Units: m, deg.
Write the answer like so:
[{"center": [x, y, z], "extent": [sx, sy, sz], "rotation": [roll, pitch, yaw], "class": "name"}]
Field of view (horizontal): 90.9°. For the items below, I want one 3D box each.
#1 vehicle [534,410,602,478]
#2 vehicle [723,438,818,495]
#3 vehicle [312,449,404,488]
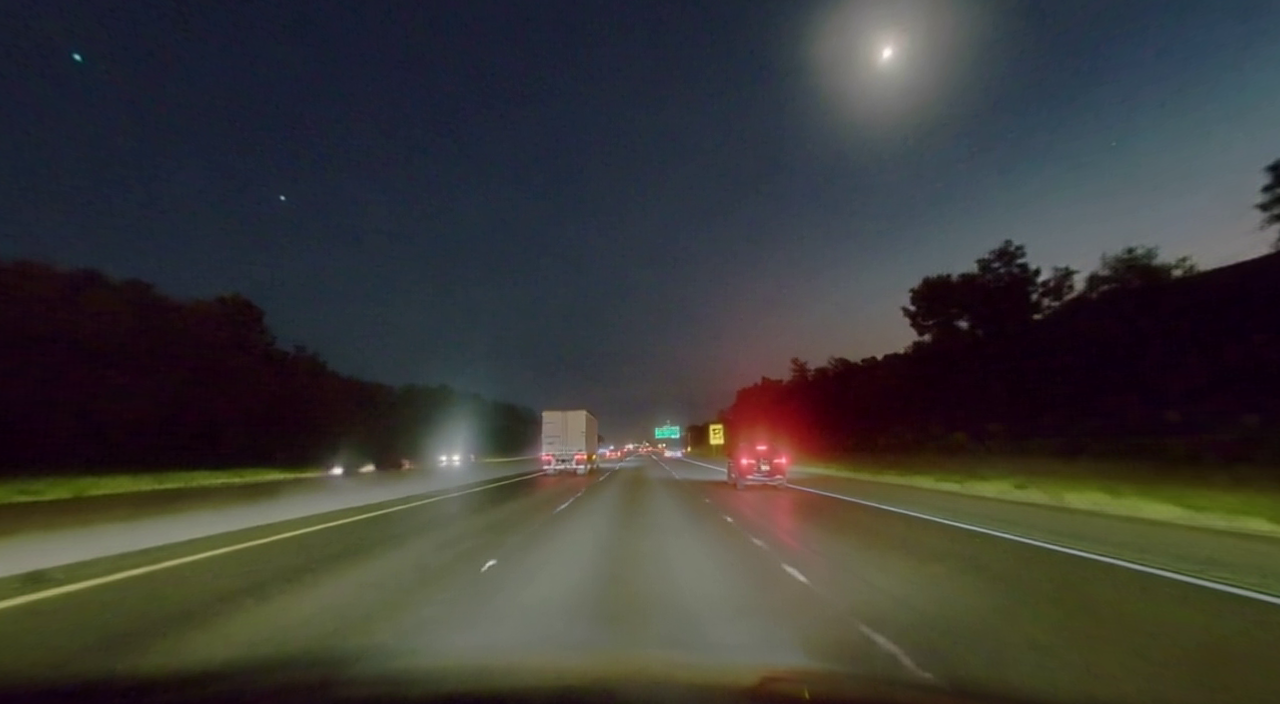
[{"center": [-3.612, 4.853, 33.218], "extent": [2.667, 3.195, 6.731], "rotation": [0, -9, 1], "class": "vehicle"}, {"center": [3.869, 3.460, 19.377], "extent": [1.983, 1.545, 4.038], "rotation": [0, -9, -1], "class": "vehicle"}, {"center": [-11.700, 4.846, 26.475], "extent": [1.880, 1.503, 4.227], "rotation": [0, -9, 1], "class": "vehicle"}]
